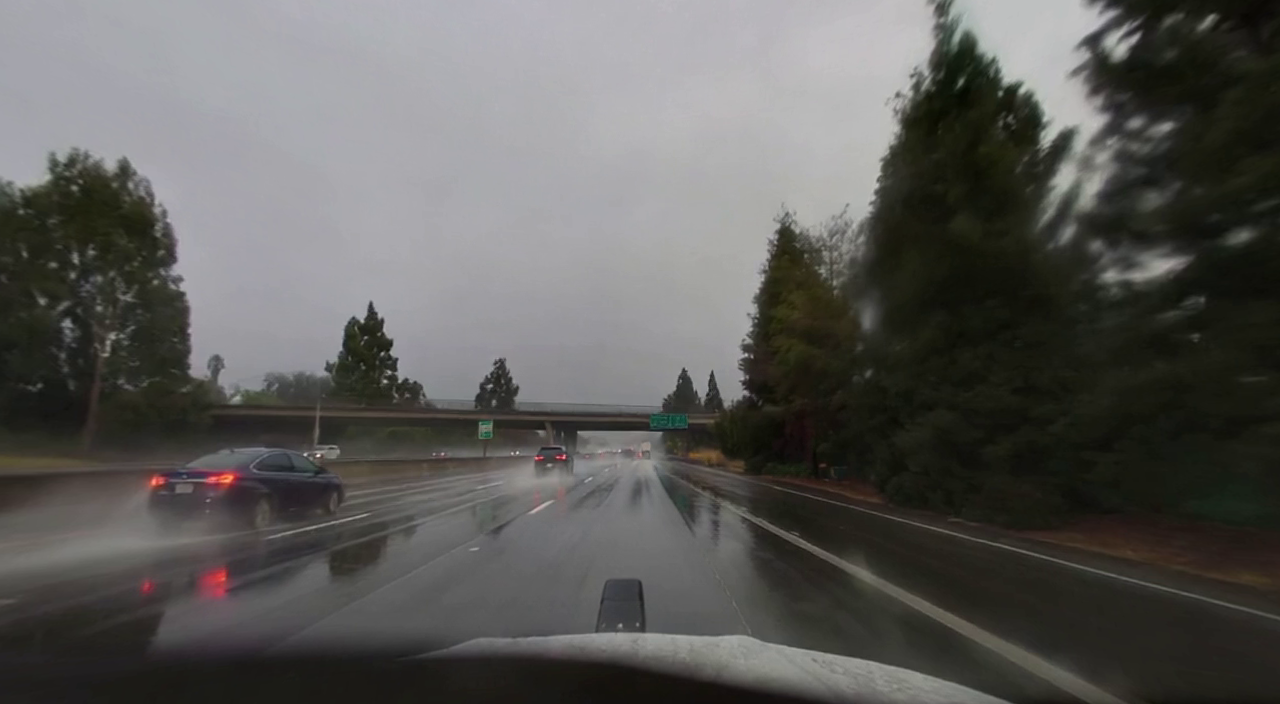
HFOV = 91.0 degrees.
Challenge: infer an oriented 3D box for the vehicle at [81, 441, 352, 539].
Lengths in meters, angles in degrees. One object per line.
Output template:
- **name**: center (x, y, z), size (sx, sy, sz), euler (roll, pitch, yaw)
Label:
- **vehicle**: center (-7.691, 2.513, 12.201), size (2.002, 1.507, 4.631), euler (0, -9, 0)

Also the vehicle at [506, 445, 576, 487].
- **vehicle**: center (-4.062, 4.772, 26.672), size (2.102, 1.571, 4.666), euler (0, -9, 1)
